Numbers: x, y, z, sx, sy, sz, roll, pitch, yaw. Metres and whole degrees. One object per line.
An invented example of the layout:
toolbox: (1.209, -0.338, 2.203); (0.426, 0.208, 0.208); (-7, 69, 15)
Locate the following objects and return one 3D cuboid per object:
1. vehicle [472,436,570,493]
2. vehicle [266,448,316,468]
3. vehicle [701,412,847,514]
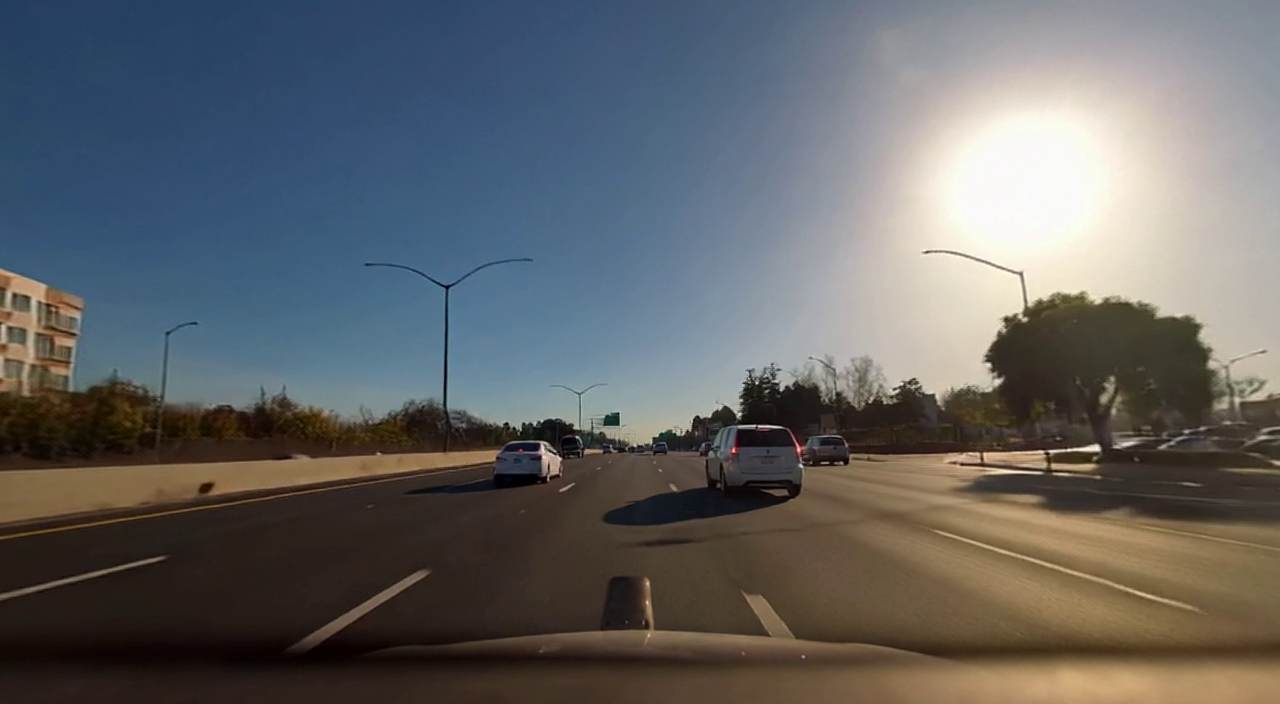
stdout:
vehicle: (-3.545, 3.433, 19.727); (2.080, 1.542, 4.718); (0, -8, 1)
vehicle: (-26.372, 7.989, 47.684); (1.614, 1.424, 3.568); (-1, -8, 3)
vehicle: (2.713, 2.412, 14.142); (2.148, 1.852, 4.835); (0, -8, -1)
